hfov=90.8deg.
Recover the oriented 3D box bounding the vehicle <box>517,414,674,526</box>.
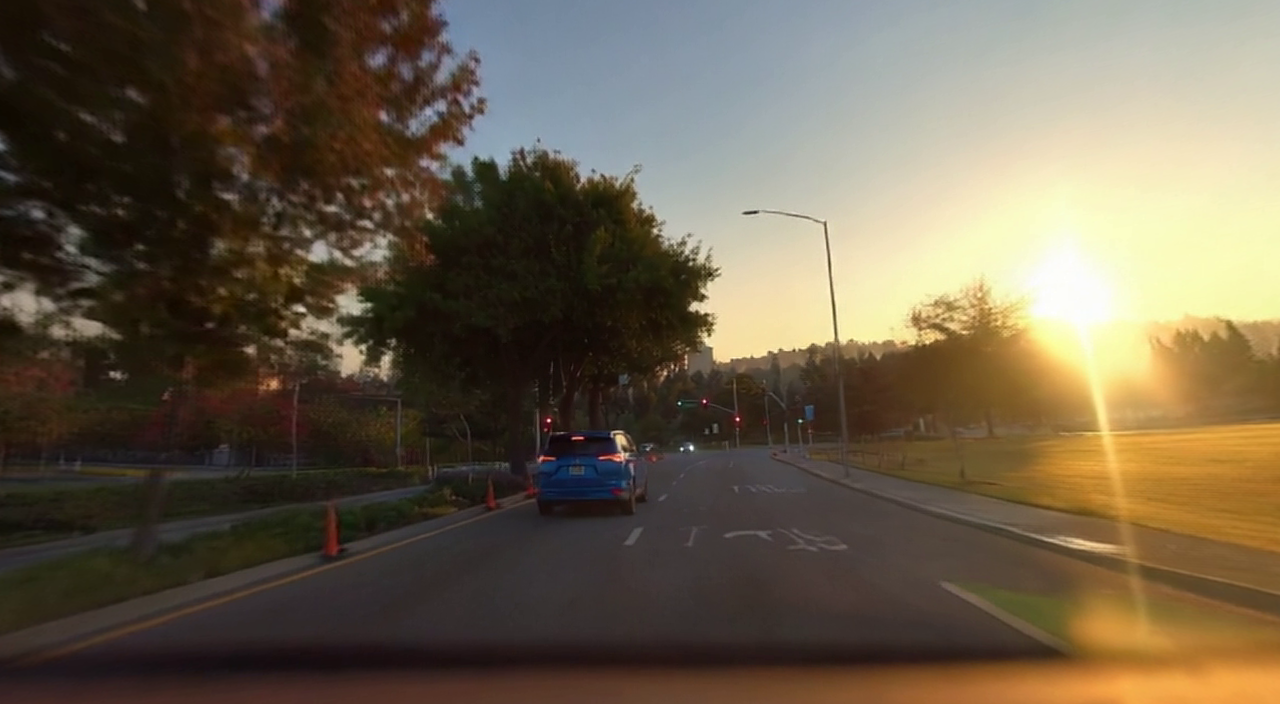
[{"bbox_3d":[-0.651,2.327,12.851,2.339,1.790,4.629,-3,-9,6],"label":"vehicle"}]
